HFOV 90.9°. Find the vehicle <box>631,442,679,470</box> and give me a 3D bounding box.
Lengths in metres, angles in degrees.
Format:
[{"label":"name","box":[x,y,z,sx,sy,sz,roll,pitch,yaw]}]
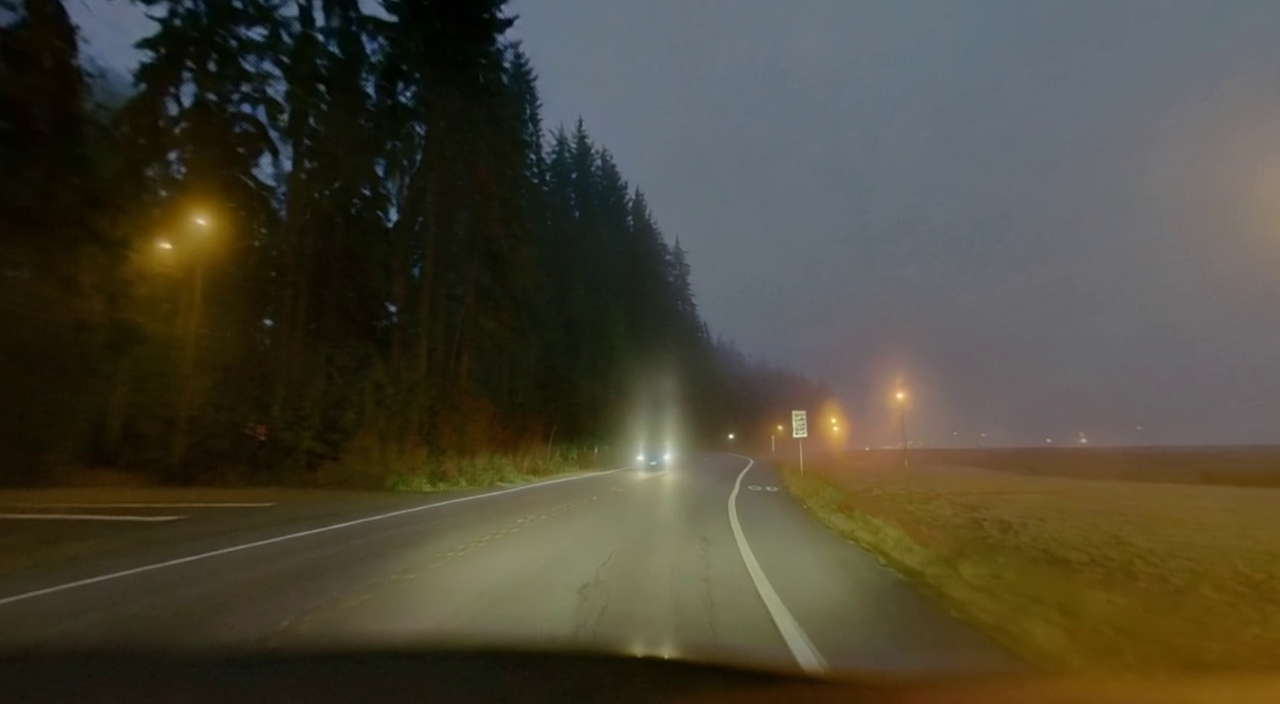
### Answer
[{"label":"vehicle","box":[0.937,5.919,36.196,2.190,1.499,4.209,-1,-9,10]}]
